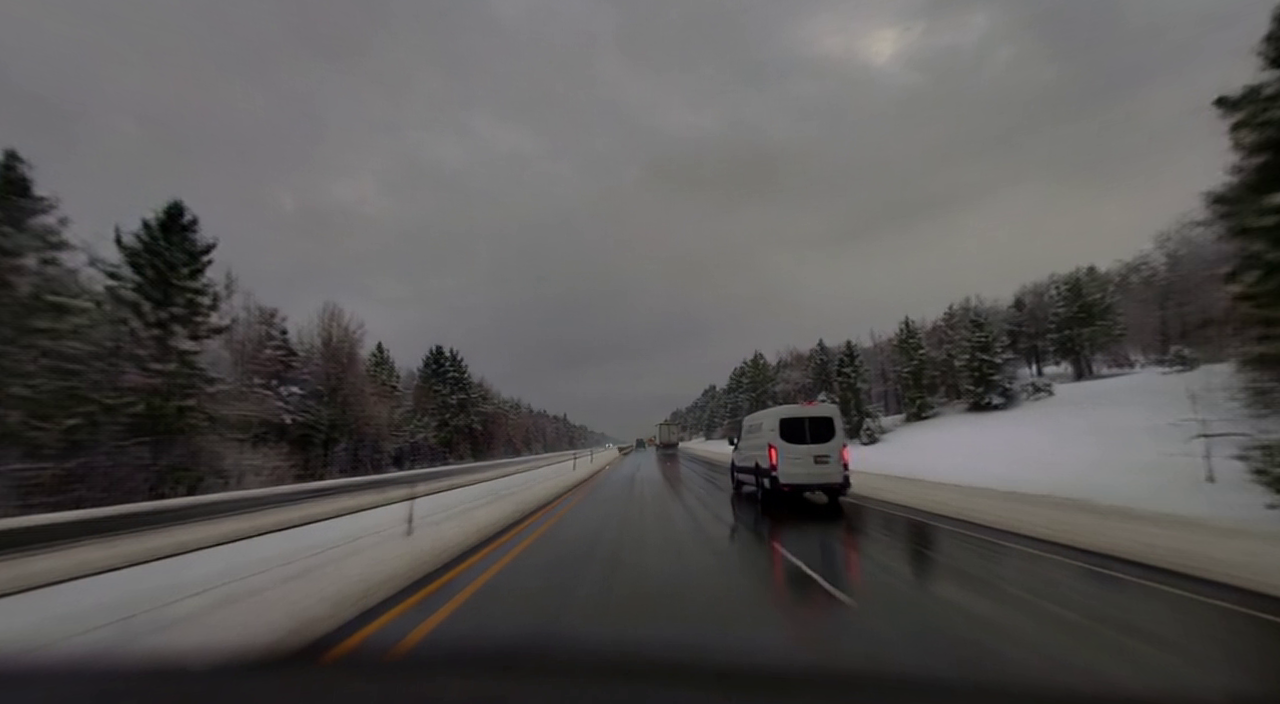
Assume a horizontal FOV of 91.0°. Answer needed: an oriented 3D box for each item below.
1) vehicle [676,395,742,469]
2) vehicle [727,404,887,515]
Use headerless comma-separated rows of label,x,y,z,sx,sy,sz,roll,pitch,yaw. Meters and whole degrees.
vehicle,4.427,5.768,44.341,3.208,4.202,15.777,0,-8,1
vehicle,3.569,2.439,14.698,2.291,2.112,5.052,0,-8,0
